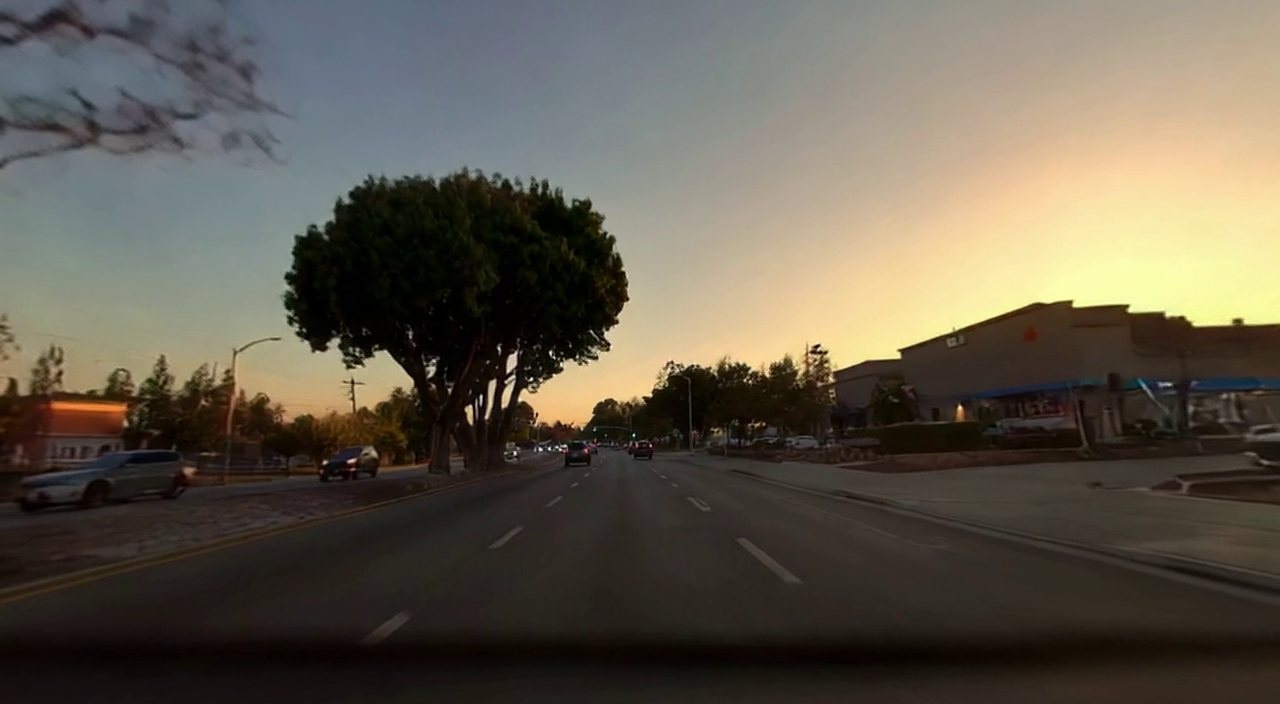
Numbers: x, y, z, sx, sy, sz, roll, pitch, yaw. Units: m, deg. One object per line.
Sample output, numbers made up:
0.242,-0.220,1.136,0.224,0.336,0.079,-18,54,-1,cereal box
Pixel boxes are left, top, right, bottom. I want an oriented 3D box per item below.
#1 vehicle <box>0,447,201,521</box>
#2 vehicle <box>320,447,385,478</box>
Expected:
-14.896,3.518,17.507,2.011,1.655,5.029,-2,-8,-2,vehicle
-18.788,7.214,41.565,2.129,1.797,4.866,-3,-8,-1,vehicle
